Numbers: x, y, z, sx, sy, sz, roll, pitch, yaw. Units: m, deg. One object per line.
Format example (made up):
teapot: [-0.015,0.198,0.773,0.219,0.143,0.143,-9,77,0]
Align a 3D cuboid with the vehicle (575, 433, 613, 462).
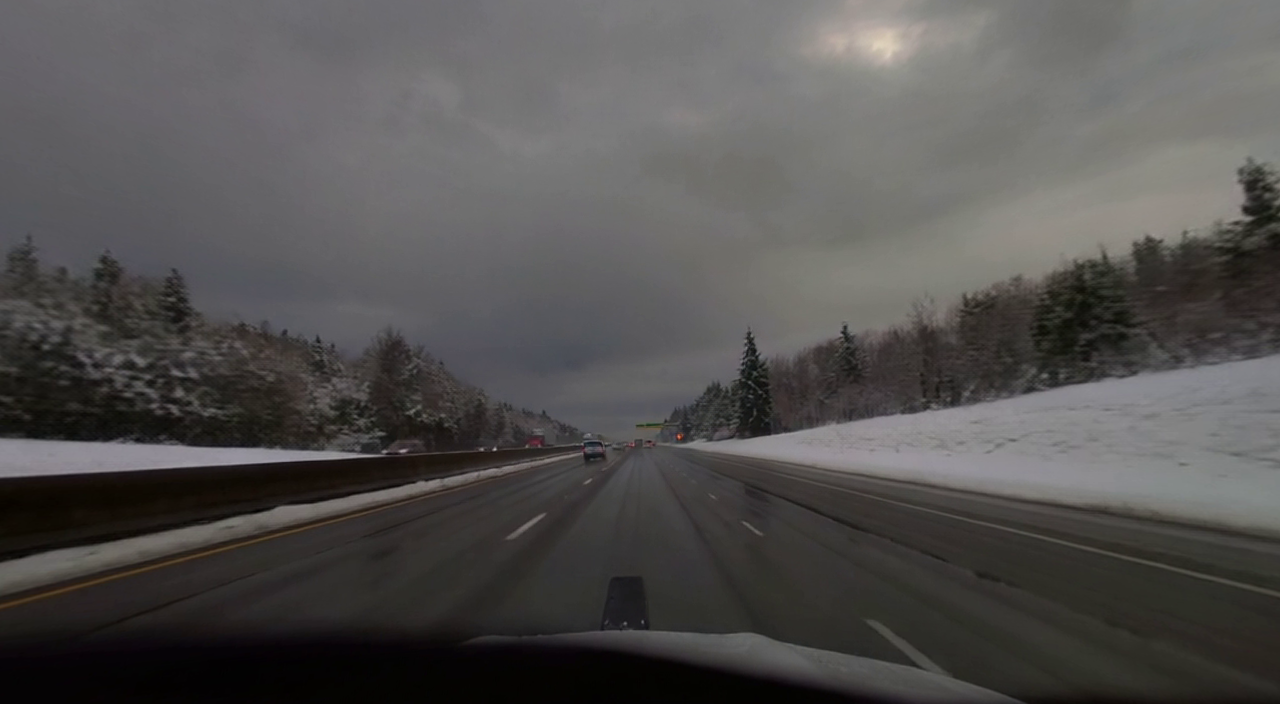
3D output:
vehicle: [-3.241,6.852,45.191,2.286,2.011,4.452,0,-8,1]
